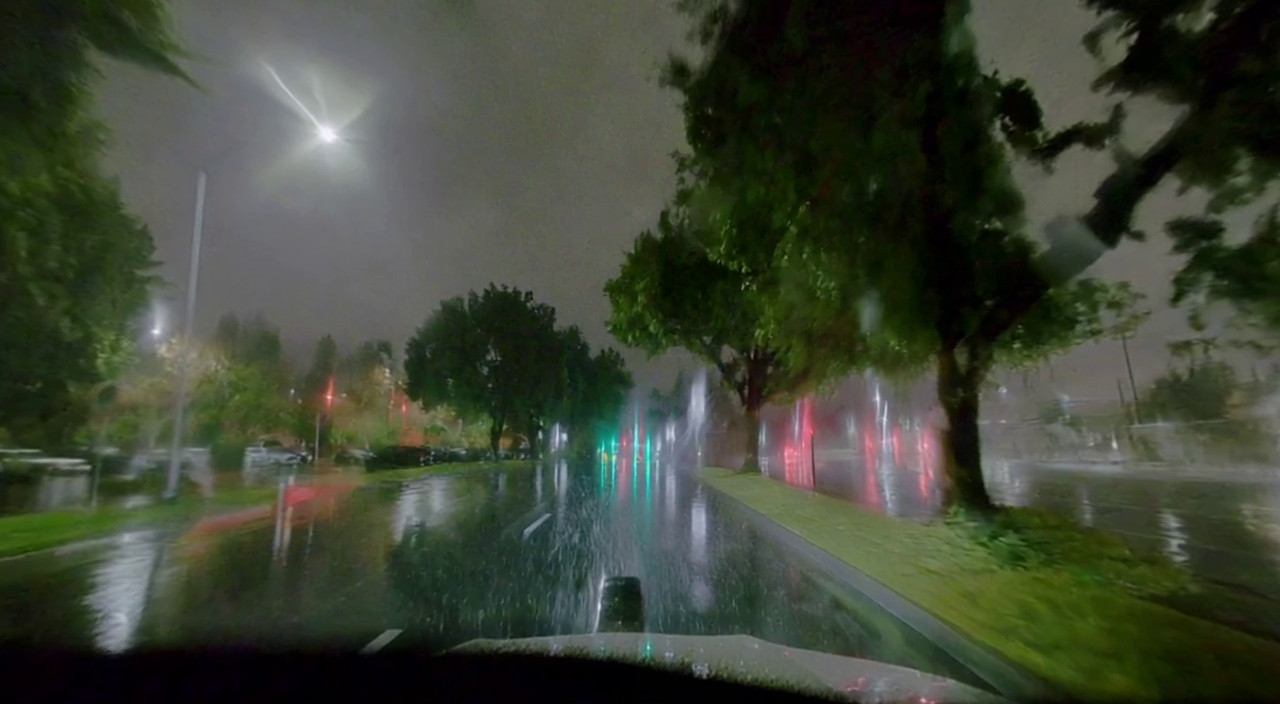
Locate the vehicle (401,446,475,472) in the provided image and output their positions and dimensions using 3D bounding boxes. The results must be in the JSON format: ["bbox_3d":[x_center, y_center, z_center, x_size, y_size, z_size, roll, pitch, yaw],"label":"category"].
[{"bbox_3d":[-13.987,7.440,43.802,4.422,1.694,2.026,0,-8,2],"label":"vehicle"}]

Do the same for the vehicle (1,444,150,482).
[{"bbox_3d":[-26.753,5.253,29.959,4.931,1.723,2.220,0,-8,1],"label":"vehicle"}]

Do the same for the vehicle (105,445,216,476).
[{"bbox_3d":[-27.014,6.101,35.579,4.456,1.665,2.161,0,-8,0],"label":"vehicle"}]
